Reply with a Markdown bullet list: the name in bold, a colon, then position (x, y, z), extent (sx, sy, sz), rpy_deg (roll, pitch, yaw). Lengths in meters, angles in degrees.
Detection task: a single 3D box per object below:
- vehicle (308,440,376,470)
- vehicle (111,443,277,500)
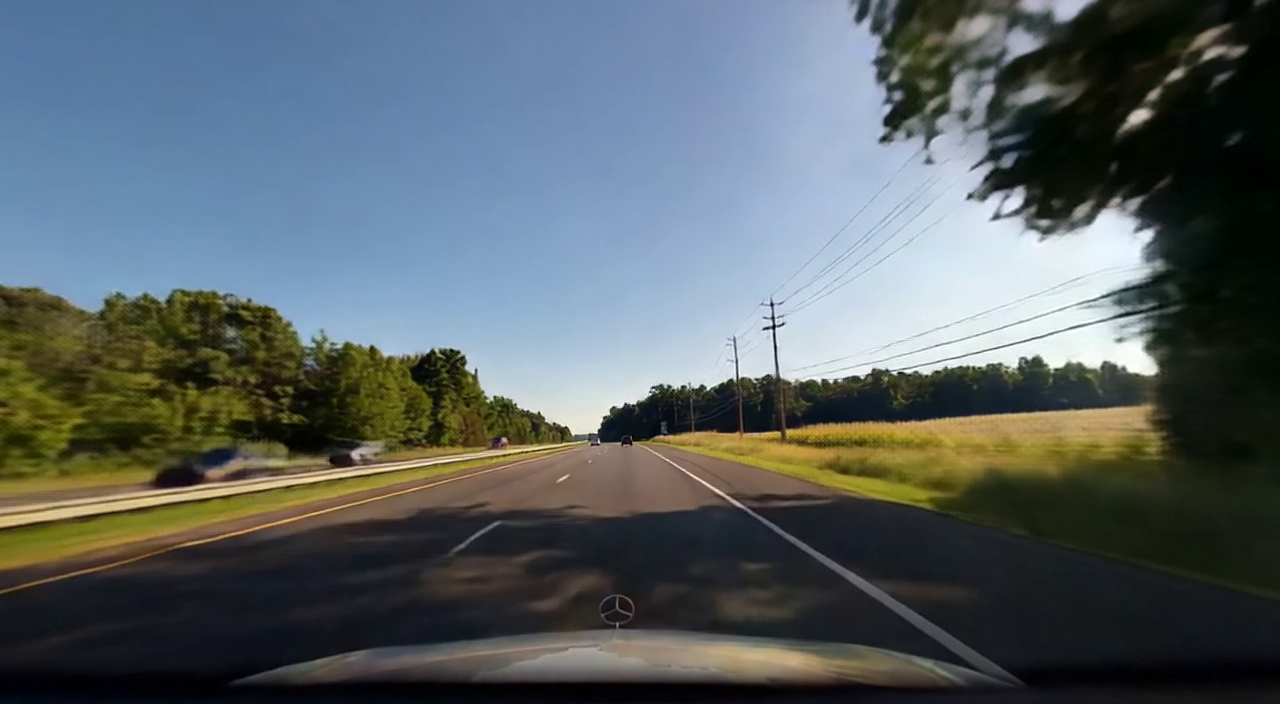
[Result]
- **vehicle**: position (-17.456, 6.015, 37.140), extent (1.962, 1.590, 4.258), rpy_deg (-1, -8, -1)
- **vehicle**: position (-12.953, 3.444, 18.691), extent (1.817, 1.451, 4.292), rpy_deg (0, -8, -1)
